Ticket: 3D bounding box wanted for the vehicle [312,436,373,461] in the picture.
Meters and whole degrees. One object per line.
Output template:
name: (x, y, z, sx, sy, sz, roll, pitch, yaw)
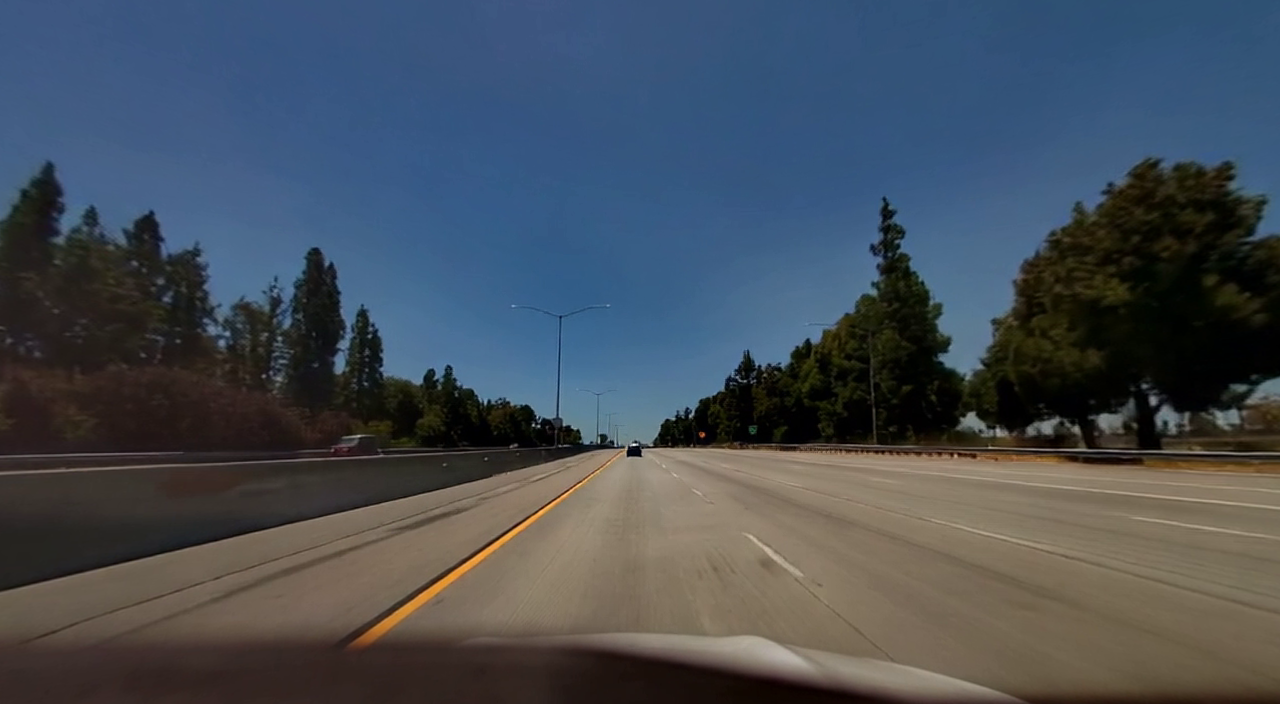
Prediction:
vehicle: (-22.128, 7.185, 47.116, 2.215, 1.729, 4.730, 0, -8, 0)
